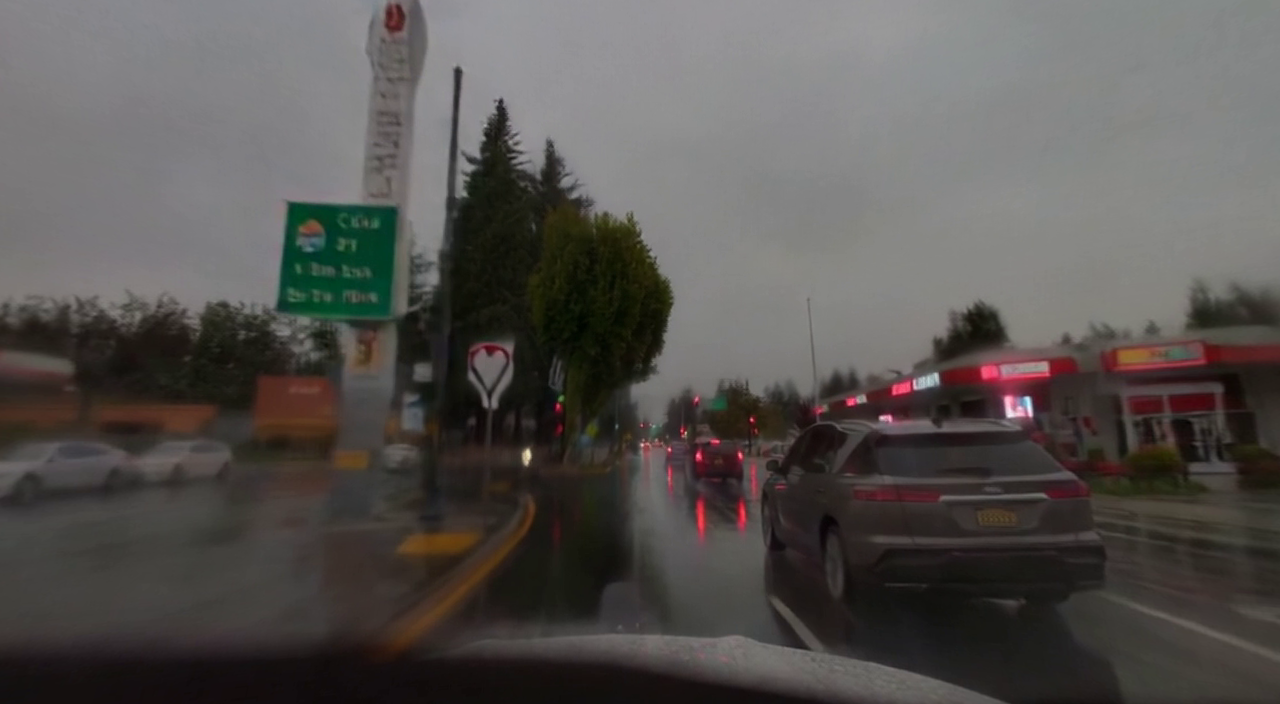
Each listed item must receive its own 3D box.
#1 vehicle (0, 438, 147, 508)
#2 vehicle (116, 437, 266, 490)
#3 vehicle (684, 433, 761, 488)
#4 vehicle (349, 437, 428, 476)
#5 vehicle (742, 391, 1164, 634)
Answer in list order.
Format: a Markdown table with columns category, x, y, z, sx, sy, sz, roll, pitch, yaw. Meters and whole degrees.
| category | x | y | z | sx | sy | sz | roll | pitch | yaw |
| --- | --- | --- | --- | --- | --- | --- | --- | --- | --- |
| vehicle | -17.921 | 3.516 | 18.834 | 2.129 | 1.843 | 5.067 | 0 | -8 | 1 |
| vehicle | -17.784 | 4.420 | 25.375 | 2.263 | 1.887 | 5.170 | 0 | -8 | -1 |
| vehicle | 2.722 | 3.688 | 21.768 | 1.999 | 1.679 | 4.217 | 0 | -8 | -1 |
| vehicle | -13.407 | 5.582 | 33.936 | 2.097 | 1.912 | 4.828 | 0 | -8 | 2 |
| vehicle | 2.632 | 1.495 | 6.986 | 2.183 | 1.720 | 4.842 | 0 | -8 | 0 |
